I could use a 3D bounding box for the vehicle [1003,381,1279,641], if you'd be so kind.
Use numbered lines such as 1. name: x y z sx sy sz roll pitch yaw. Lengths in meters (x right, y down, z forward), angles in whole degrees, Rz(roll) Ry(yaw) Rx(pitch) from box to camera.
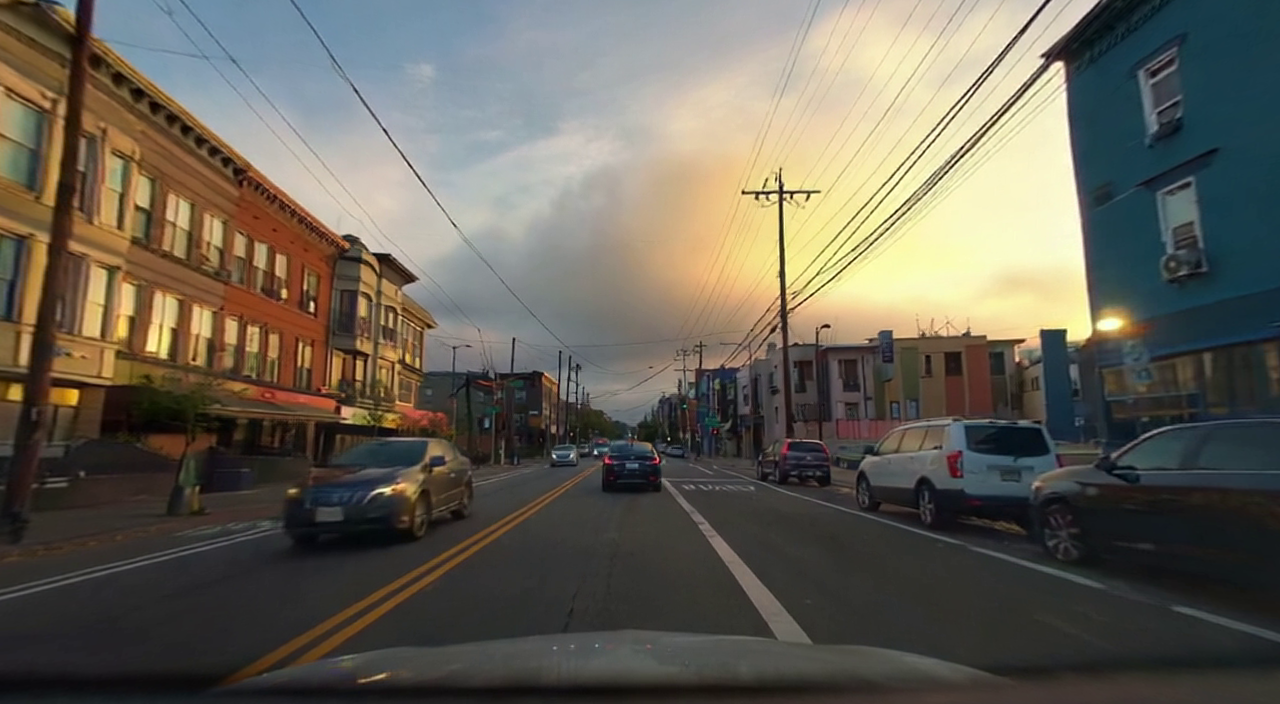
1. vehicle: 6.198 1.369 5.703 2.203 2.052 5.975 0 -9 -1

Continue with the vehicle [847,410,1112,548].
1. vehicle: 6.158 2.379 12.573 2.208 2.106 5.496 0 -9 0

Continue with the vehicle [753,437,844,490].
1. vehicle: 6.232 4.450 25.678 2.197 1.917 5.637 0 -9 0

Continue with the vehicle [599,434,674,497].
1. vehicle: -0.098 3.283 18.570 1.980 1.635 3.795 0 -9 0

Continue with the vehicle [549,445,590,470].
1. vehicle: -4.518 6.805 41.084 2.181 1.500 4.319 0 -9 0

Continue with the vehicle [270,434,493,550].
1. vehicle: -3.965 2.195 10.648 1.968 1.524 4.304 0 -9 -1
